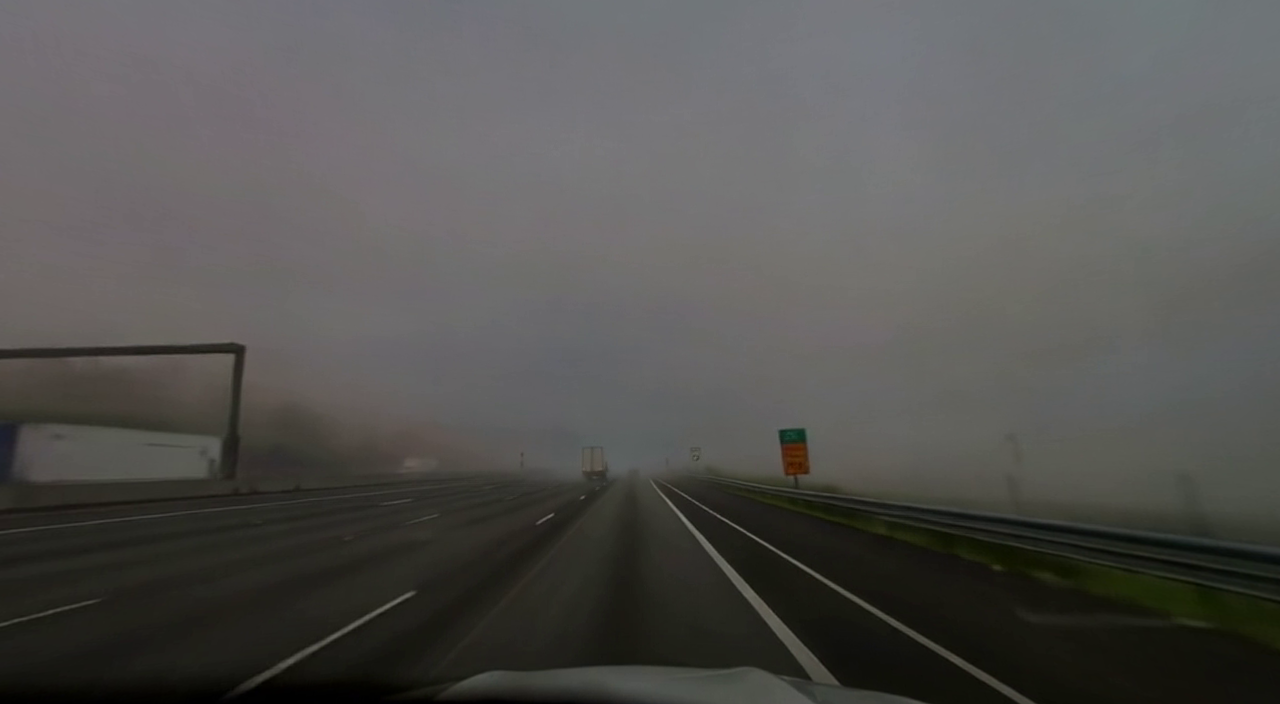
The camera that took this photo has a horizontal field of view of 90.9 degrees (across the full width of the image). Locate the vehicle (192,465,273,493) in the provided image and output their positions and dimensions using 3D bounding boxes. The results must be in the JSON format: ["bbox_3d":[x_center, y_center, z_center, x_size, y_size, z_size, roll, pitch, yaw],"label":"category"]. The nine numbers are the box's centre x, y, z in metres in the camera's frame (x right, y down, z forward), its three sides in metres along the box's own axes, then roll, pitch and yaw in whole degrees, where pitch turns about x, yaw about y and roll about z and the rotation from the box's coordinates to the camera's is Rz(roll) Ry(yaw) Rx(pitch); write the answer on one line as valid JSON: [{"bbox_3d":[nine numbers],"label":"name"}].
[{"bbox_3d":[-22.060,6.859,34.272,1.703,1.392,3.944,1,-11,1],"label":"vehicle"}]

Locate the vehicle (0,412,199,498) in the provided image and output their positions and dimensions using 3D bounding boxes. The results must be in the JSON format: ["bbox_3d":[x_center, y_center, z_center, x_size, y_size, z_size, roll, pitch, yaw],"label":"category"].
[{"bbox_3d":[-29.807,5.600,33.548,2.829,3.757,13.574,1,-11,0],"label":"vehicle"}]
